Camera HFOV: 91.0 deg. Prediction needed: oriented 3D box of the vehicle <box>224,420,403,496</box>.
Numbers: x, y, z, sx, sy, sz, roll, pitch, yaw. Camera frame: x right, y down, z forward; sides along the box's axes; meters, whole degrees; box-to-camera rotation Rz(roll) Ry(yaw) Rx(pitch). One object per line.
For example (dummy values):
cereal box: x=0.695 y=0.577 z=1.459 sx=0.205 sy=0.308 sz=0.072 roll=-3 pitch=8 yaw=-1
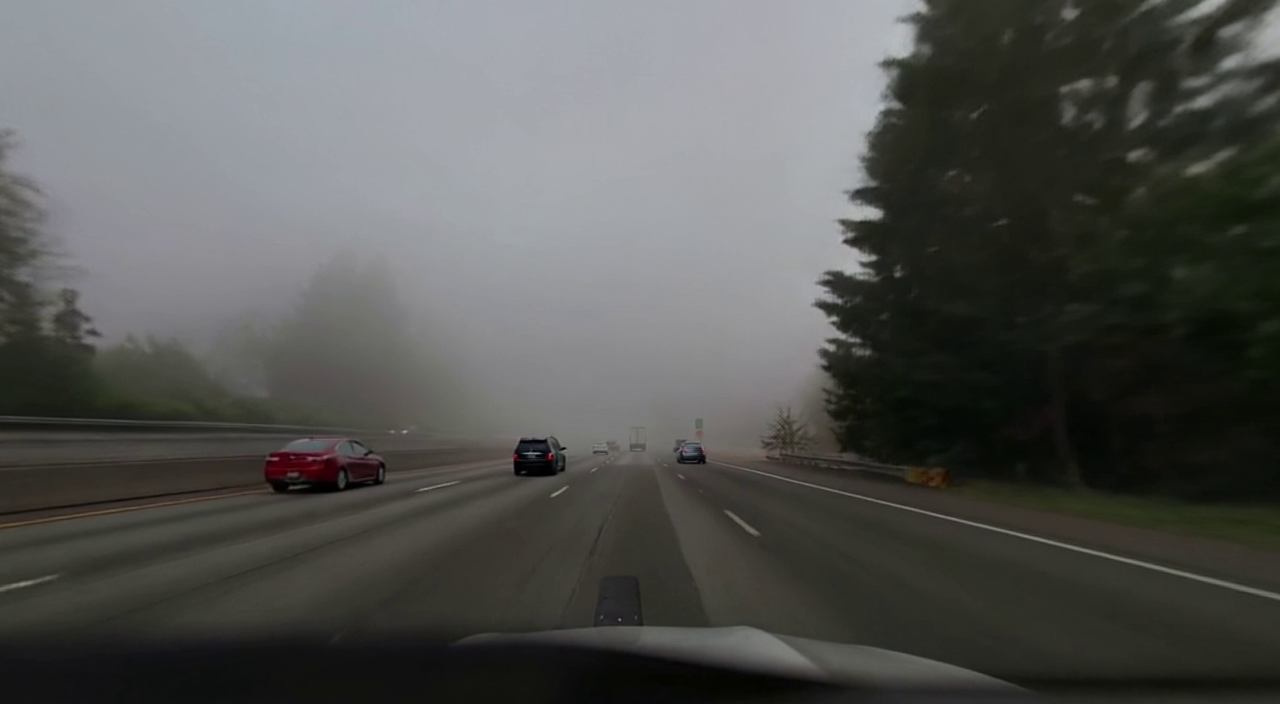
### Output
vehicle: x=-8.341 y=2.774 z=16.753 sx=2.237 sy=1.703 sz=4.681 roll=0 pitch=-9 yaw=0

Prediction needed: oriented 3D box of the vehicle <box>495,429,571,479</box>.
vehicle: x=-3.808 y=3.735 z=23.235 sx=2.002 sy=1.680 sz=4.301 roll=0 pitch=-9 yaw=1

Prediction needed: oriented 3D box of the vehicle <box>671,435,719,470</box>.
vehicle: x=2.811 y=5.281 z=33.203 sx=2.053 sy=1.698 sz=4.097 roll=0 pitch=-9 yaw=-2
